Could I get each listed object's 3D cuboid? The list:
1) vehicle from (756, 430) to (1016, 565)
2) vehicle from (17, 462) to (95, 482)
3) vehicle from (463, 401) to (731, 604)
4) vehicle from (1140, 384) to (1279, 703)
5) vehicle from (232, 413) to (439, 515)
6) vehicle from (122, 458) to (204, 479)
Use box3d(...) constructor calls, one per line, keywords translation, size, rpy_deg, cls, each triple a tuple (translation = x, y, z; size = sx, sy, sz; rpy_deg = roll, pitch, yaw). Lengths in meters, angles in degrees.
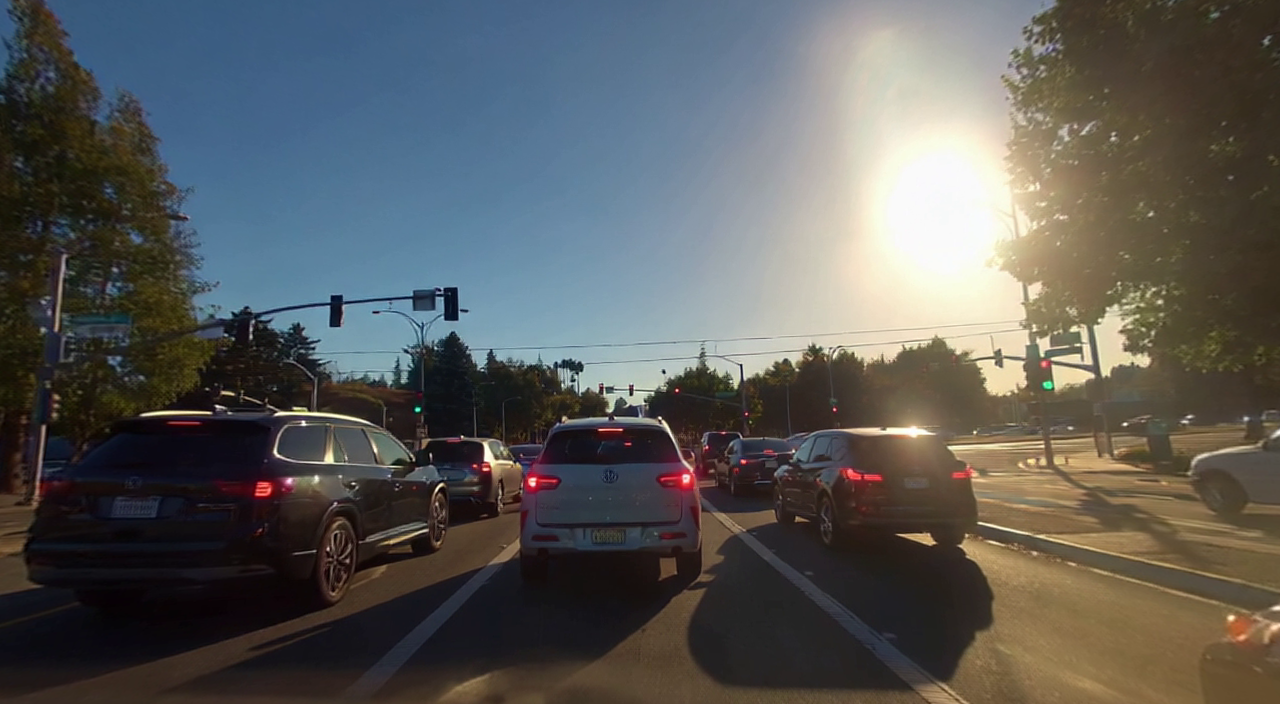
box3d(translation=(3.136, 1.951, 9.240), size=(1.971, 1.473, 4.495), rpy_deg=(0, -9, 0), cls="vehicle")
box3d(translation=(-45.709, 9.370, 49.165), size=(4.232, 1.498, 1.791), rpy_deg=(0, -9, 1), cls="vehicle")
box3d(translation=(-0.332, 1.573, 7.404), size=(2.256, 1.694, 4.055), rpy_deg=(0, -9, 1), cls="vehicle")
box3d(translation=(3.281, 0.637, 0.628), size=(1.980, 1.515, 4.362), rpy_deg=(0, -9, 1), cls="vehicle")
box3d(translation=(-6.742, 2.556, 14.771), size=(2.214, 1.953, 5.017), rpy_deg=(0, -9, 1), cls="vehicle")
box3d(translation=(-37.366, 9.118, 49.233), size=(4.914, 1.487, 1.850), rpy_deg=(0, -9, 1), cls="vehicle")
